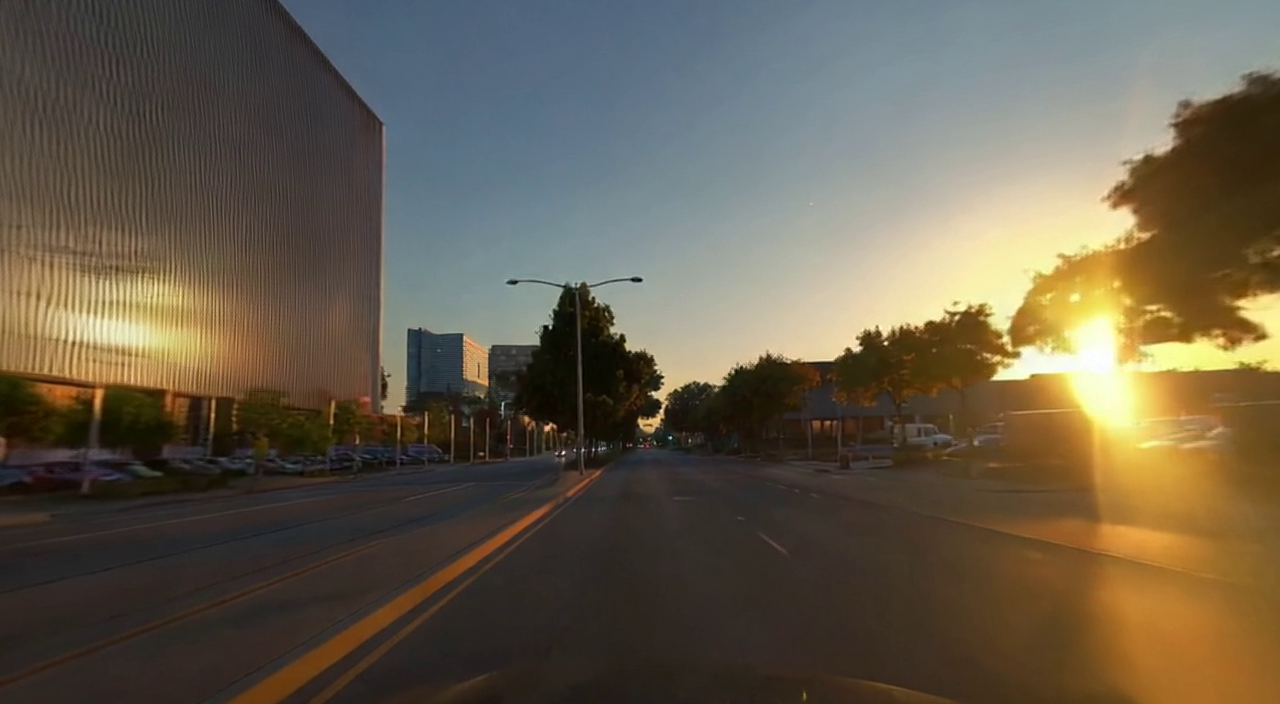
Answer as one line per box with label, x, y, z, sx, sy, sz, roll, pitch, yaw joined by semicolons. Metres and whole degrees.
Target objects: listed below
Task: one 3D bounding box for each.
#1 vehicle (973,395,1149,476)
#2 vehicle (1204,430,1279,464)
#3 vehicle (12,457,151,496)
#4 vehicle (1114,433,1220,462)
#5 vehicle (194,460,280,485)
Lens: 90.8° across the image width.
vehicle;19.427;4.133;30.057;2.630;3.176;8.459;-2;-10;2
vehicle;31.780;4.858;32.363;3.891;1.708;1.847;0;-9;-1
vehicle;-27.717;6.167;31.621;4.879;1.724;2.086;6;-10;-34
vehicle;31.843;5.816;38.274;4.505;1.450;2.051;-3;-10;-2
vehicle;-27.538;8.208;43.292;4.633;1.454;1.909;7;-11;-41
